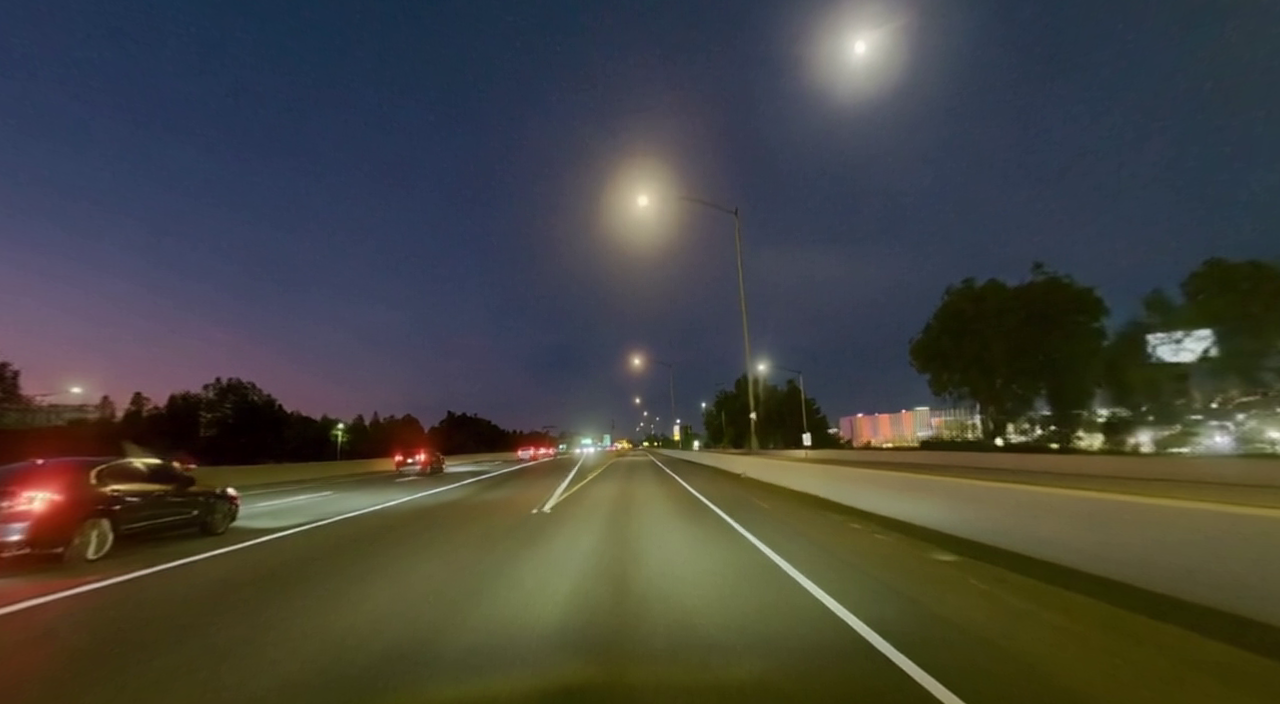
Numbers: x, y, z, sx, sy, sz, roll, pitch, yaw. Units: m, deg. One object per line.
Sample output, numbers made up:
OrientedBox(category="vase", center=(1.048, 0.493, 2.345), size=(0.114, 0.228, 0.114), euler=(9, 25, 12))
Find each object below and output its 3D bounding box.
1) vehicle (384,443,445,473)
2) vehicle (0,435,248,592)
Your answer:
OrientedBox(category="vehicle", center=(-13.596, 6.389, 38.435), size=(2.126, 1.671, 5.173), euler=(0, -8, -4))
OrientedBox(category="vehicle", center=(-7.227, 1.815, 7.817), size=(1.940, 1.479, 4.777), euler=(0, -8, -4))
